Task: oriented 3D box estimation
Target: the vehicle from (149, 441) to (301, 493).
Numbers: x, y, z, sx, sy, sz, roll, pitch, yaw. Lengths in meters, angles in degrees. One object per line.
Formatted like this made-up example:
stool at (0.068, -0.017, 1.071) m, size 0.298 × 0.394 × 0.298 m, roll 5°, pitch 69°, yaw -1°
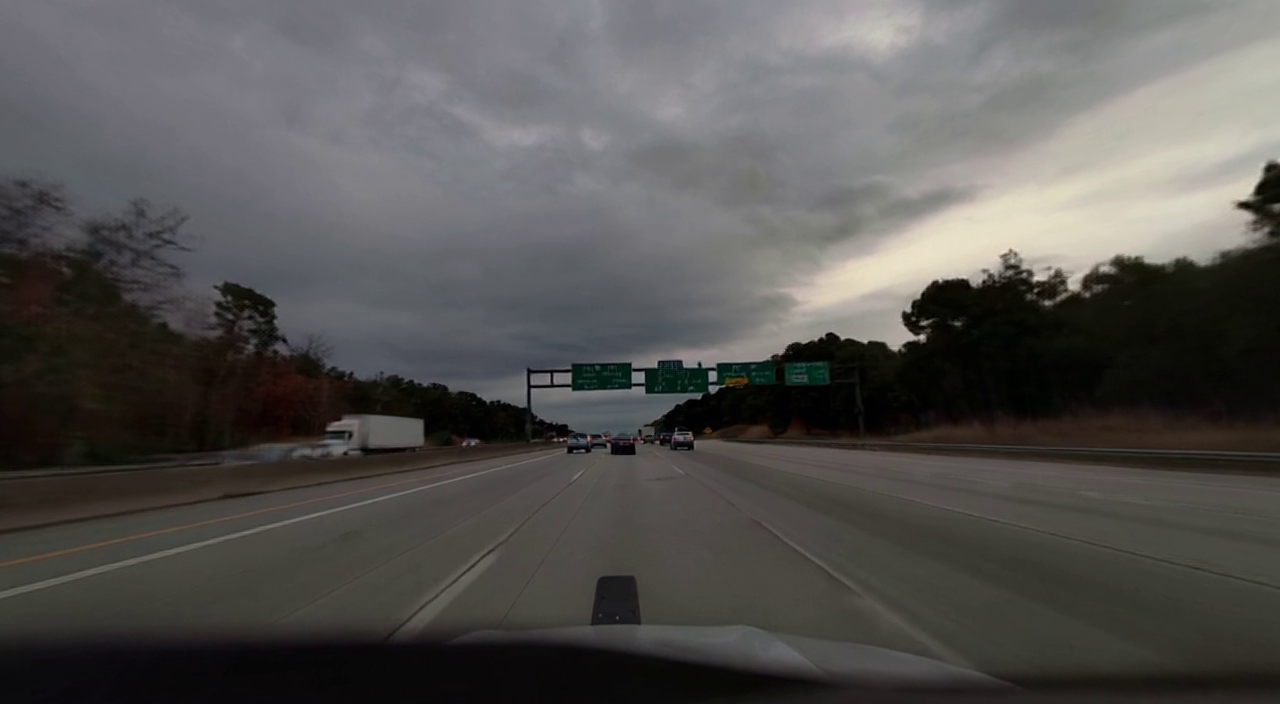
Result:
vehicle at (-13.527, 3.732, 20.914) m, size 1.971 × 1.497 × 4.539 m, roll 0°, pitch -8°, yaw 0°

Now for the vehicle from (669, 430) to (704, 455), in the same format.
vehicle at (3.244, 6.387, 44.587) m, size 2.066 × 1.673 × 4.225 m, roll 0°, pitch -8°, yaw -2°

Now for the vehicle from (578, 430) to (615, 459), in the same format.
vehicle at (-2.593, 5.581, 38.194) m, size 2.119 × 1.629 × 3.946 m, roll 0°, pitch -8°, yaw -2°

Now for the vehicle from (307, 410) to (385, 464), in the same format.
vehicle at (-22.125, 6.439, 47.769) m, size 2.957 × 3.789 × 5.977 m, roll 0°, pitch -8°, yaw -1°
